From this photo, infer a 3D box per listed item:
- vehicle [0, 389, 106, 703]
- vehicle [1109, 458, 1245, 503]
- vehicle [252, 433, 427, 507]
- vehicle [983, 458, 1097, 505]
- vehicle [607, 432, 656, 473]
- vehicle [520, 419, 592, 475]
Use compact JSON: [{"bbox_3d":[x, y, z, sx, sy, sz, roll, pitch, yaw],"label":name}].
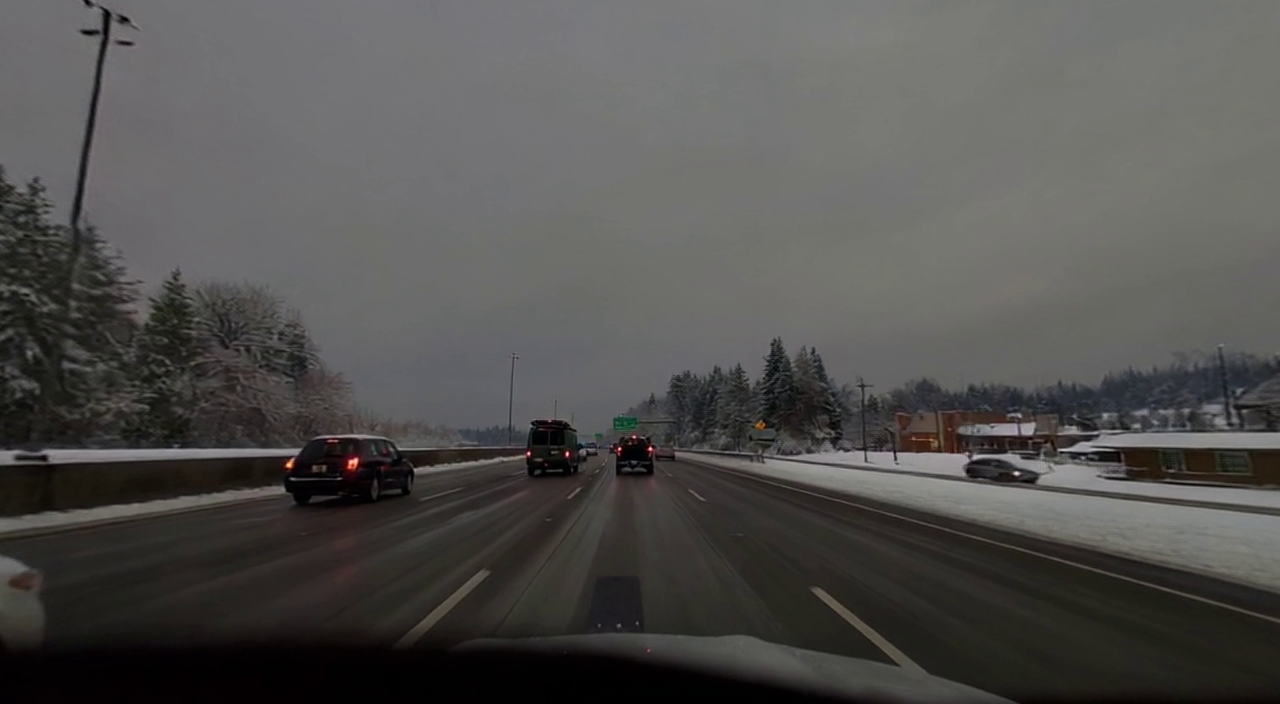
[{"bbox_3d":[-3.267,0.627,0.508,1.963,1.507,4.172,0,-9,0],"label":"vehicle"},{"bbox_3d":[21.156,5.040,25.057,1.789,1.531,3.983,0,-9,-1],"label":"vehicle"},{"bbox_3d":[-6.927,2.760,15.183,1.959,1.493,4.575,0,-9,0],"label":"vehicle"},{"bbox_3d":[14.327,4.638,22.806,1.810,1.391,3.473,3,-8,-1],"label":"vehicle"},{"bbox_3d":[-0.379,4.843,30.382,2.207,1.807,4.199,0,-9,0],"label":"vehicle"},{"bbox_3d":[-3.691,4.369,28.963,2.504,2.276,5.933,0,-9,0],"label":"vehicle"}]
